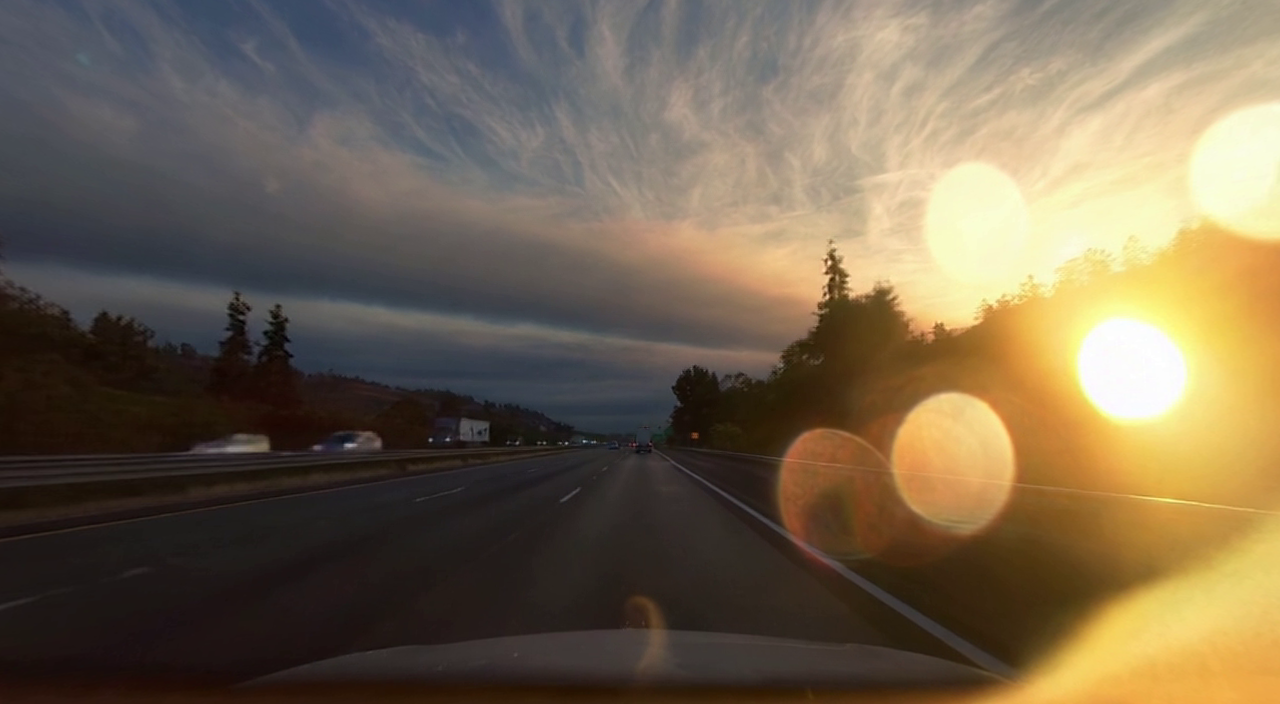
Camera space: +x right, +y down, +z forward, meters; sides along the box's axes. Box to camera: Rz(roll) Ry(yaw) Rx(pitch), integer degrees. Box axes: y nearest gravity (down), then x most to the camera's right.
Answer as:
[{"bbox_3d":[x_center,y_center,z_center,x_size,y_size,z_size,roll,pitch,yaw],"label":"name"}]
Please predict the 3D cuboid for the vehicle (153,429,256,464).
[{"bbox_3d":[-20.128,4.380,29.285,1.830,1.506,4.089,0,-8,0],"label":"vehicle"}]

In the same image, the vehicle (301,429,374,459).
[{"bbox_3d":[-16.430,5.010,34.417,1.882,1.524,4.193,0,-8,1],"label":"vehicle"}]
